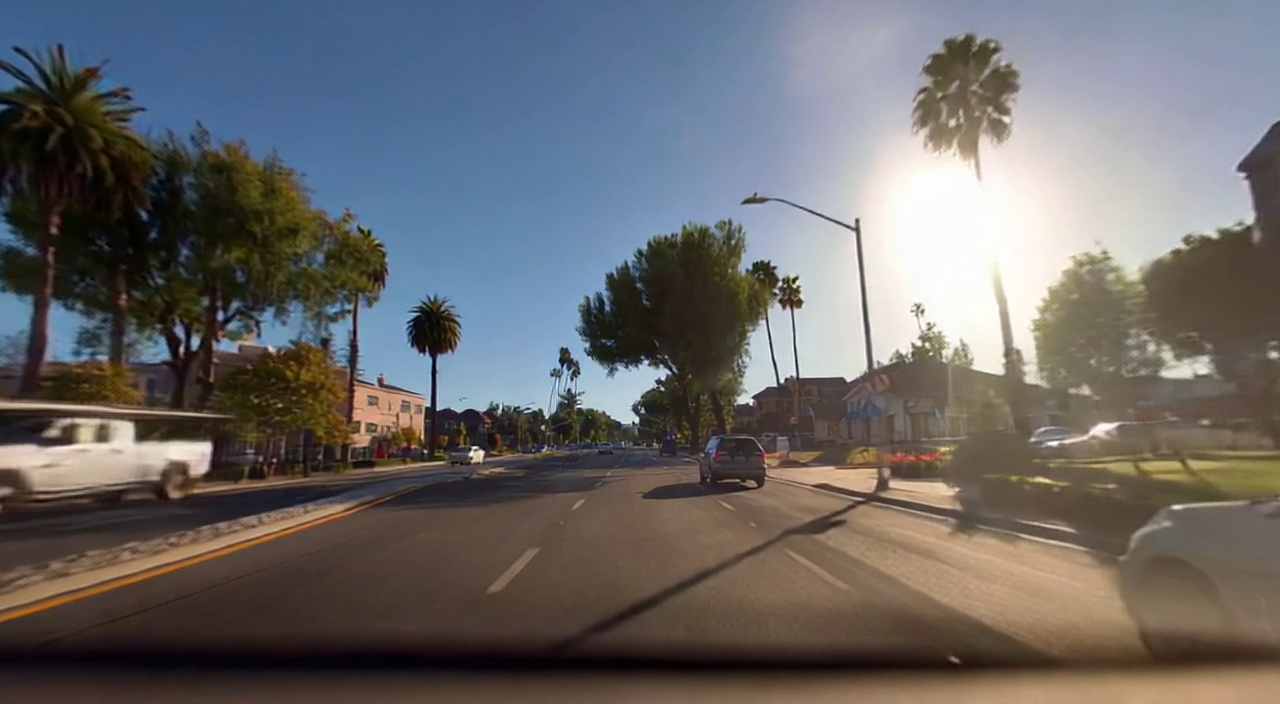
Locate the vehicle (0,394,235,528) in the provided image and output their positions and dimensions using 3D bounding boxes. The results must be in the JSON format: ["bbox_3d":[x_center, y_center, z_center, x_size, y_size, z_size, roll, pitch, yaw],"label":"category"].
[{"bbox_3d":[-15.293,2.898,17.230,3.083,2.852,7.976,0,-8,0],"label":"vehicle"}]

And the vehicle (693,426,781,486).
[{"bbox_3d":[3.330,3.708,22.696,2.244,1.901,4.561,0,-8,-3],"label":"vehicle"}]

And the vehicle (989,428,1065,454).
[{"bbox_3d":[23.973,5.561,39.130,1.795,1.516,3.829,2,-9,-13],"label":"vehicle"}]

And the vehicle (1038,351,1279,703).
[{"bbox_3d":[3.632,0.748,1.890,2.084,1.682,4.148,0,-8,-1],"label":"vehicle"}]

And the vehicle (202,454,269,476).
[{"bbox_3d":[-30.066,8.403,46.964,1.820,1.454,4.709,0,-8,0],"label":"vehicle"}]
